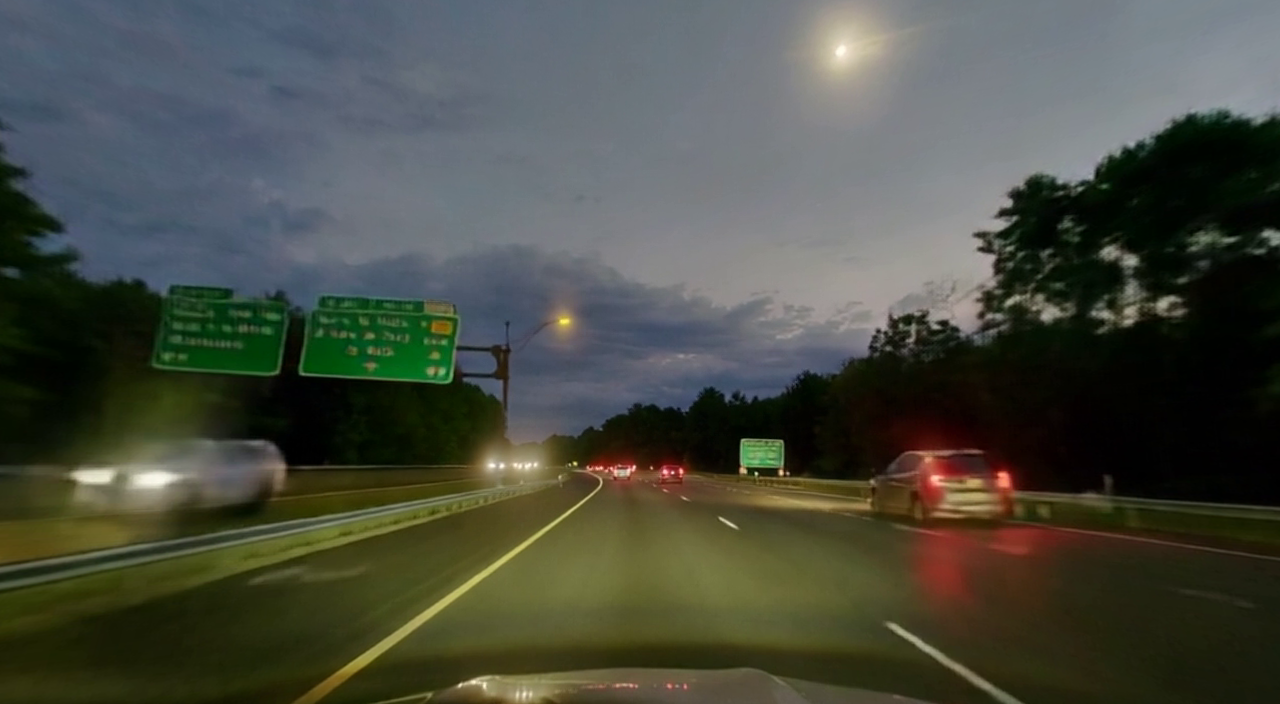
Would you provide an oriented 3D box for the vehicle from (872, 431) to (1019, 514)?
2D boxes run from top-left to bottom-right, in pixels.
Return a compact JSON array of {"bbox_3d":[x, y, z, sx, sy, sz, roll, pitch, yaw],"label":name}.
[{"bbox_3d":[11.551,4.674,24.575,2.398,2.721,6.295,1,-11,-1],"label":"vehicle"}]

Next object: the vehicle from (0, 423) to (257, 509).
[{"bbox_3d":[-10.647,2.453,13.558,1.965,1.501,4.441,1,-10,0],"label":"vehicle"}]
